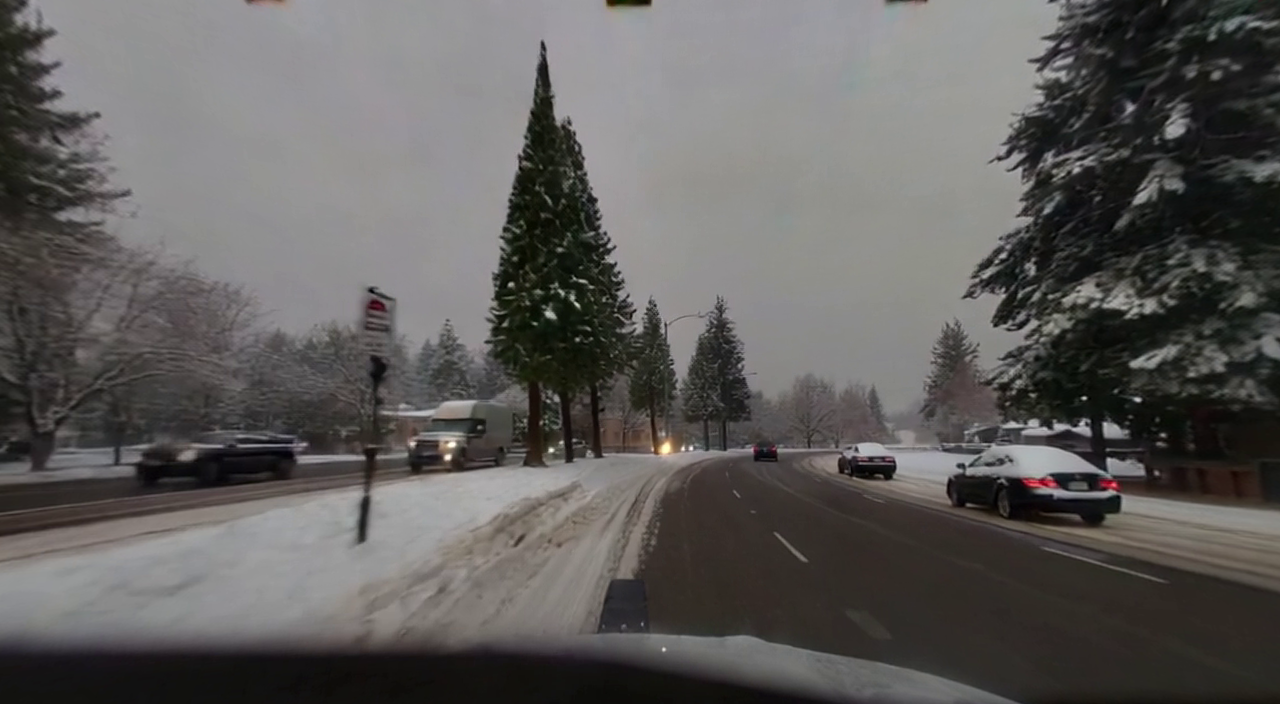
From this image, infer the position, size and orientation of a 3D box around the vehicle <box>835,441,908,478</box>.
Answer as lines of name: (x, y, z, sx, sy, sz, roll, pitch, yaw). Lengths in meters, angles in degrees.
vehicle: (9.857, 4.593, 27.196, 1.855, 1.444, 4.389, -1, -8, 6)

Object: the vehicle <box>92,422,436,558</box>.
vehicle: (-4.936, 1.811, 9.306, 2.036, 1.476, 4.557, -1, -7, 4)

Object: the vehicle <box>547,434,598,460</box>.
vehicle: (-4.437, 6.315, 42.040, 2.126, 1.637, 4.509, -2, -8, 11)

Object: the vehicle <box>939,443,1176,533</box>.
vehicle: (7.675, 2.480, 12.235, 1.783, 1.386, 4.433, 0, -8, 4)

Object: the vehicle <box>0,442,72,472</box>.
vehicle: (-31.046, 5.133, 30.831, 1.991, 1.395, 4.360, -5, -10, 32)

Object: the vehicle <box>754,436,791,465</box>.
vehicle: (8.206, 6.091, 39.298, 1.991, 1.684, 4.127, -1, -8, 9)

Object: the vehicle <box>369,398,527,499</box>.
vehicle: (-4.724, 2.525, 16.735, 2.334, 2.214, 5.724, 0, -8, 1)
